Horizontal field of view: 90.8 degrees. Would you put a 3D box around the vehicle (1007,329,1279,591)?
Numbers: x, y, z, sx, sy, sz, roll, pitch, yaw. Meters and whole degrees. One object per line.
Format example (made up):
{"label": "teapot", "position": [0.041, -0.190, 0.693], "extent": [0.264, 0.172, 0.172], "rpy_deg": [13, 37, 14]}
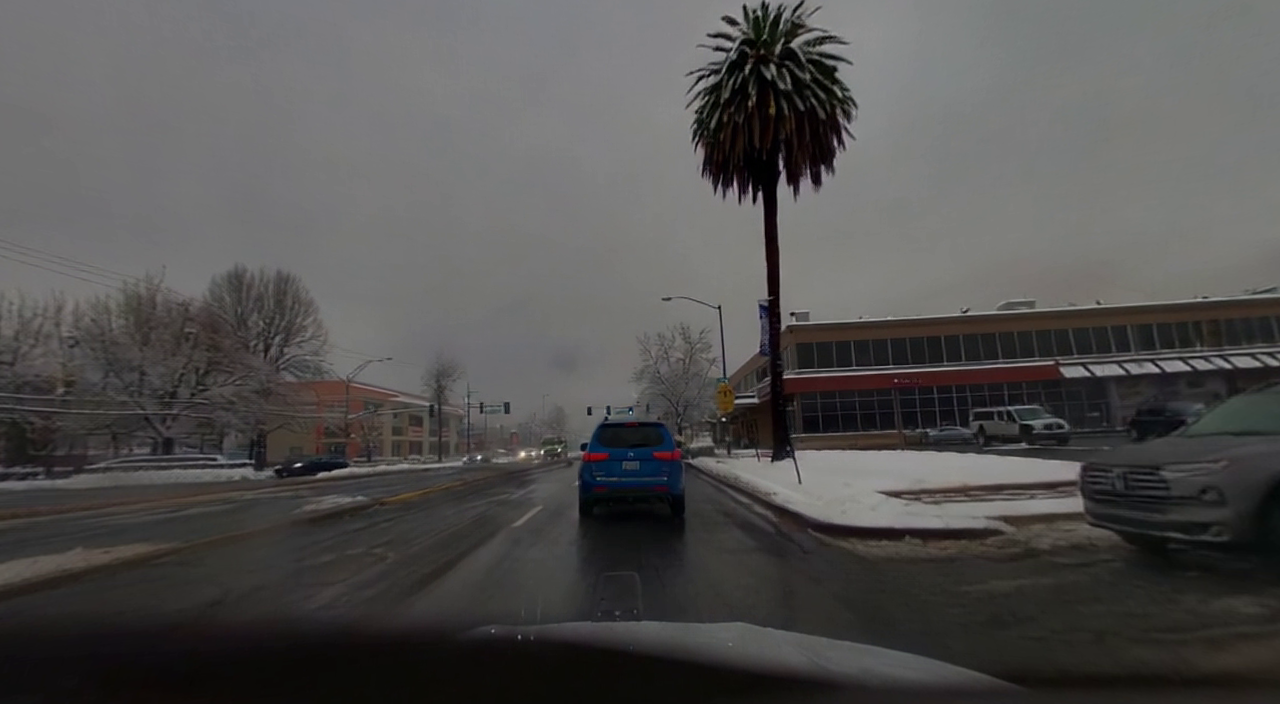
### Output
{"label": "vehicle", "position": [6.231, 0.860, 5.331], "extent": [4.828, 1.733, 2.231], "rpy_deg": [0, -9, 0]}

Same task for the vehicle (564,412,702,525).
{"label": "vehicle", "position": [-0.157, 2.181, 12.231], "extent": [2.234, 1.818, 3.869], "rpy_deg": [0, -9, -1]}

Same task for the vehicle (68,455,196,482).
{"label": "vehicle", "position": [-28.127, 6.476, 35.202], "extent": [5.154, 1.343, 1.943], "rpy_deg": [4, -9, -24]}
